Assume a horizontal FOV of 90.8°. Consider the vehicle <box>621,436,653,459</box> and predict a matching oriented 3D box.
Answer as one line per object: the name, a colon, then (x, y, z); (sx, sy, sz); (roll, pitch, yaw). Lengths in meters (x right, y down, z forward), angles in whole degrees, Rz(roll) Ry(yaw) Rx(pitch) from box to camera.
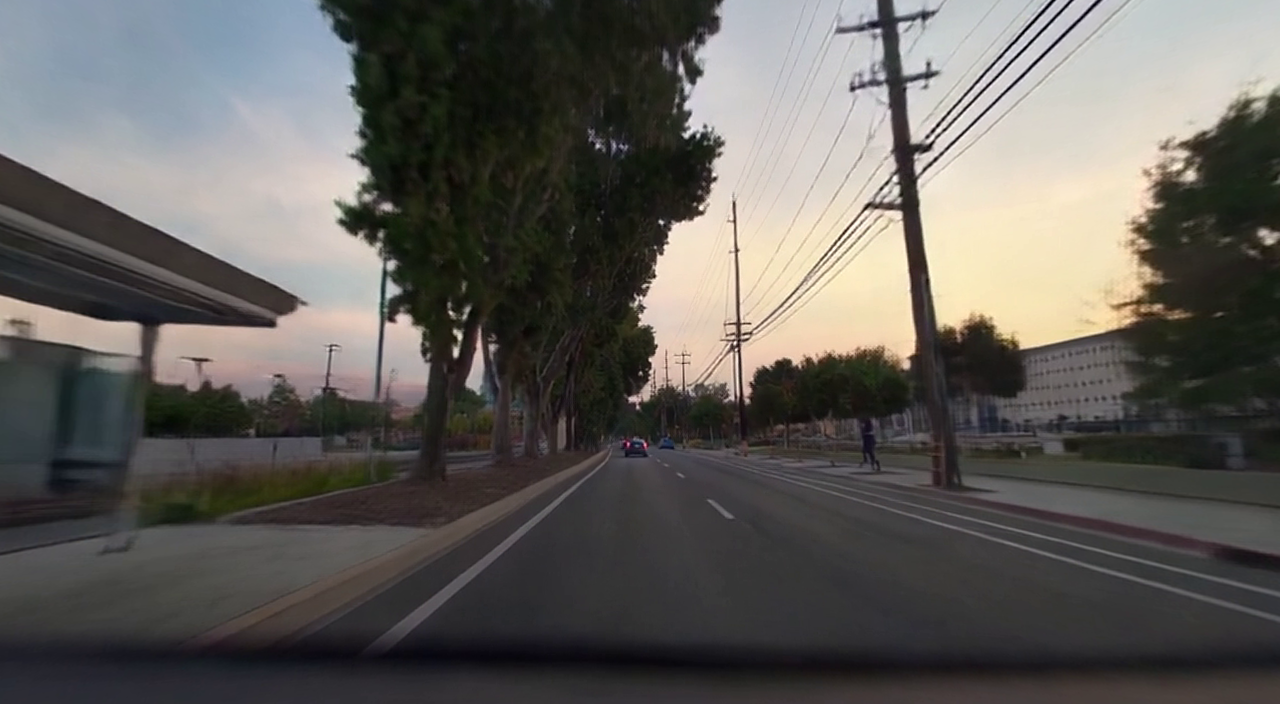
vehicle: (-0.234, 6.482, 42.981); (2.109, 1.501, 4.042); (0, -8, -1)
